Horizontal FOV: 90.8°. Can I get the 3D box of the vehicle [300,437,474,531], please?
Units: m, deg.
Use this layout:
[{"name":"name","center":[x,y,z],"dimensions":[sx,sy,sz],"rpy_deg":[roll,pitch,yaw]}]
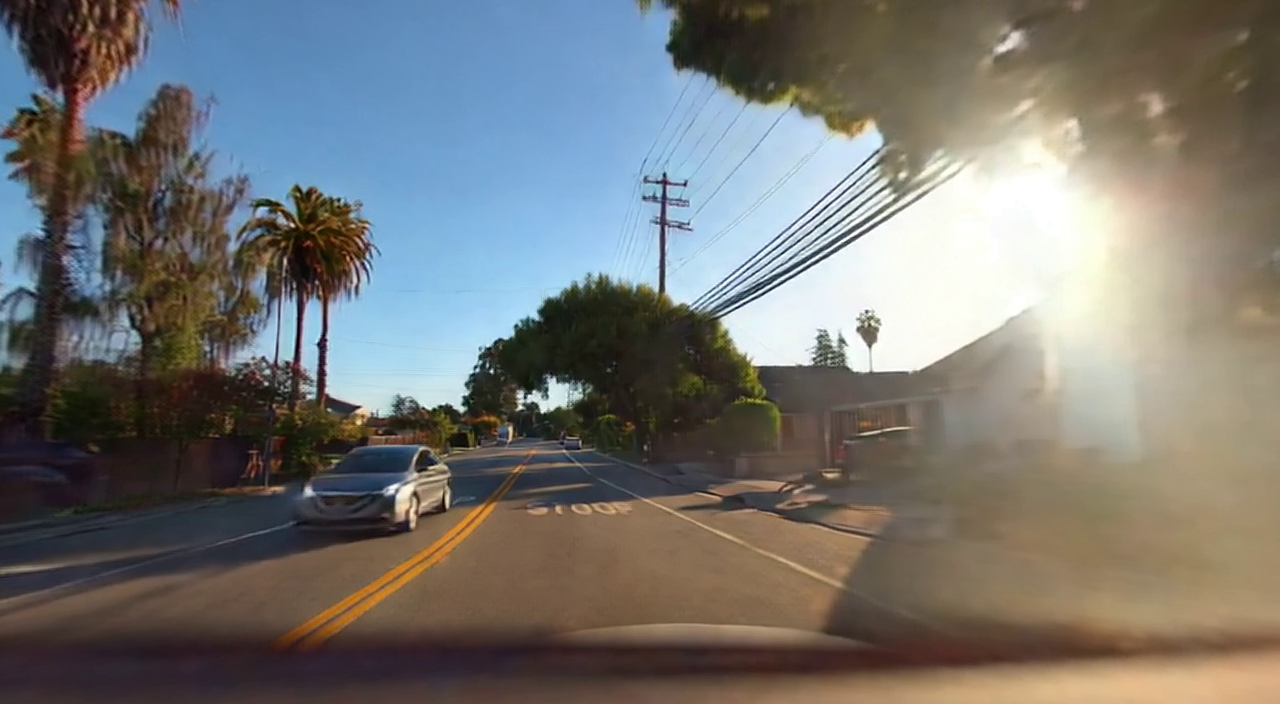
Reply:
[{"name":"vehicle","center":[-4.759,2.505,12.713],"dimensions":[2.061,1.510,4.457],"rpy_deg":[1,-8,-6]}]
